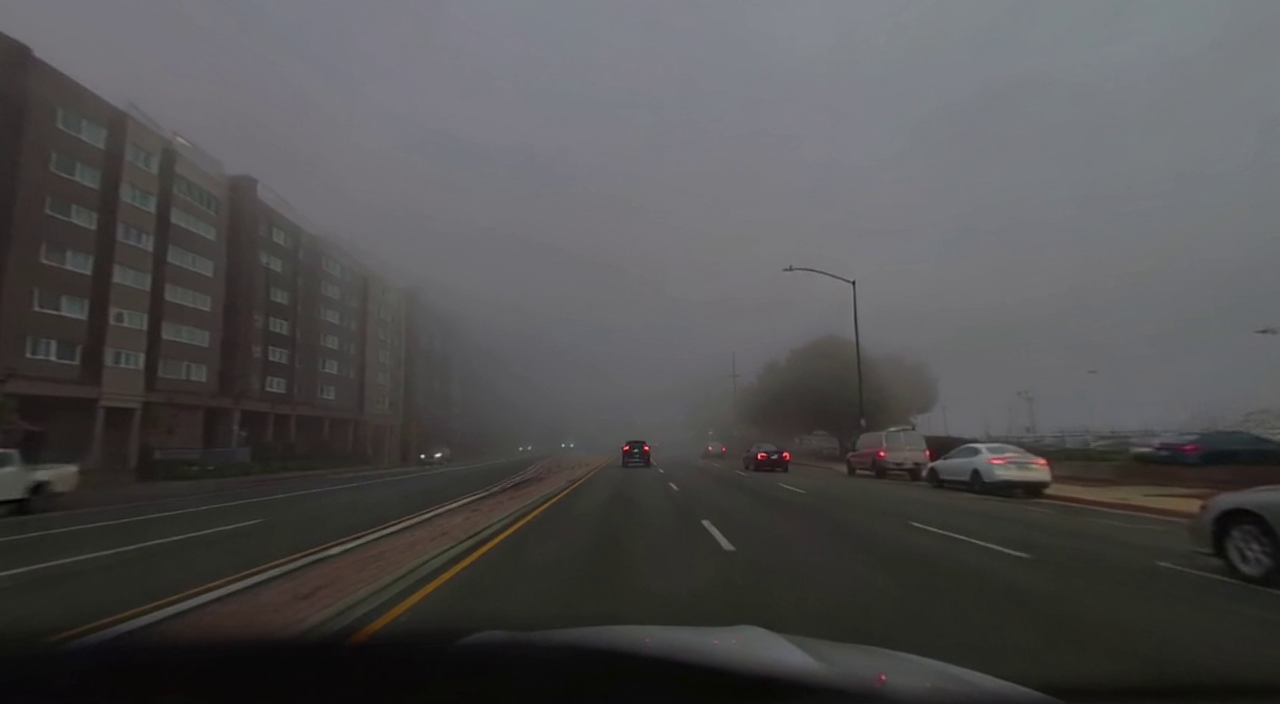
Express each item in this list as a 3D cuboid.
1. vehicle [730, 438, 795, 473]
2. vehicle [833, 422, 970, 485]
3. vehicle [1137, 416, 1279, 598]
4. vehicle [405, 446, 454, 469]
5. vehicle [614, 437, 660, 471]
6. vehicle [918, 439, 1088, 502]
[{"bbox_3d":[5.776,4.938,30.279,2.154,1.554,4.149,1,-9,-2],"label":"vehicle"},{"bbox_3d":[10.121,4.021,25.259,2.441,2.150,6.729,1,-9,-2],"label":"vehicle"},{"bbox_3d":[6.586,1.197,4.480,2.121,1.557,4.898,0,-9,1],"label":"vehicle"},{"bbox_3d":[-15.492,7.773,46.555,1.967,1.574,4.819,0,-9,0],"label":"vehicle"},{"bbox_3d":[-0.146,5.080,31.442,2.106,1.553,3.964,0,-9,0],"label":"vehicle"},{"bbox_3d":[9.982,3.258,17.803,2.089,1.508,4.323,0,-8,-2],"label":"vehicle"}]
